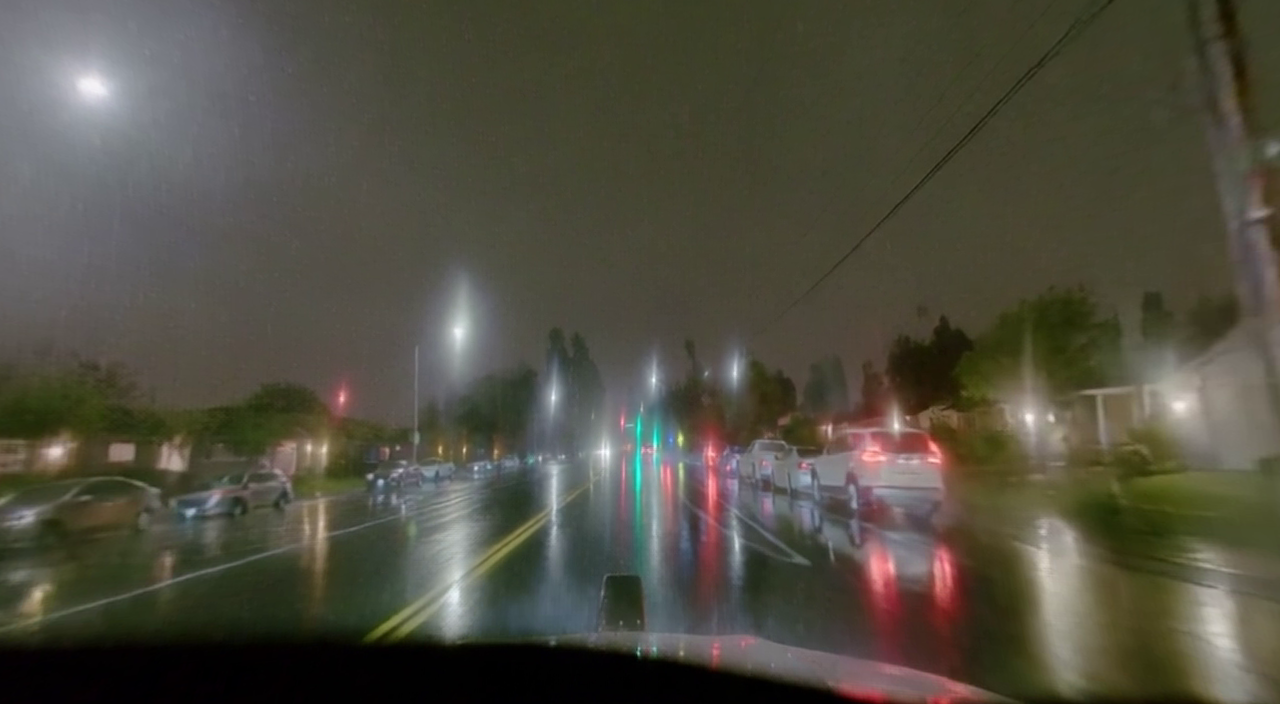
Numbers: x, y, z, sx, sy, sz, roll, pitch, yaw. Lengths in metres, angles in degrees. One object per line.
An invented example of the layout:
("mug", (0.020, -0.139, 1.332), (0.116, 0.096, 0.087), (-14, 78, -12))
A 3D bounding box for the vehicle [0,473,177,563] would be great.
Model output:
("vehicle", (-12.718, 3.485, 13.867), (1.834, 1.467, 4.357), (0, -9, -1))

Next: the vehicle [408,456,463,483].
("vehicle", (-12.436, 7.145, 38.728), (1.853, 1.497, 4.527), (0, -9, 0))

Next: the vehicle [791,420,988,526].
("vehicle", (4.907, 2.462, 13.472), (2.022, 1.799, 5.105), (0, -9, -1))

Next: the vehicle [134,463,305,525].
("vehicle", (-12.643, 4.273, 19.501), (1.880, 1.523, 4.833), (0, -9, 1))

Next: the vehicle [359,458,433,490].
("vehicle", (-12.738, 6.379, 33.309), (1.969, 1.490, 4.675), (-1, -9, 1))

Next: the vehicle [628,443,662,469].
("vehicle", (0.289, 6.502, 39.658), (2.022, 1.471, 3.973), (0, -9, -1))
